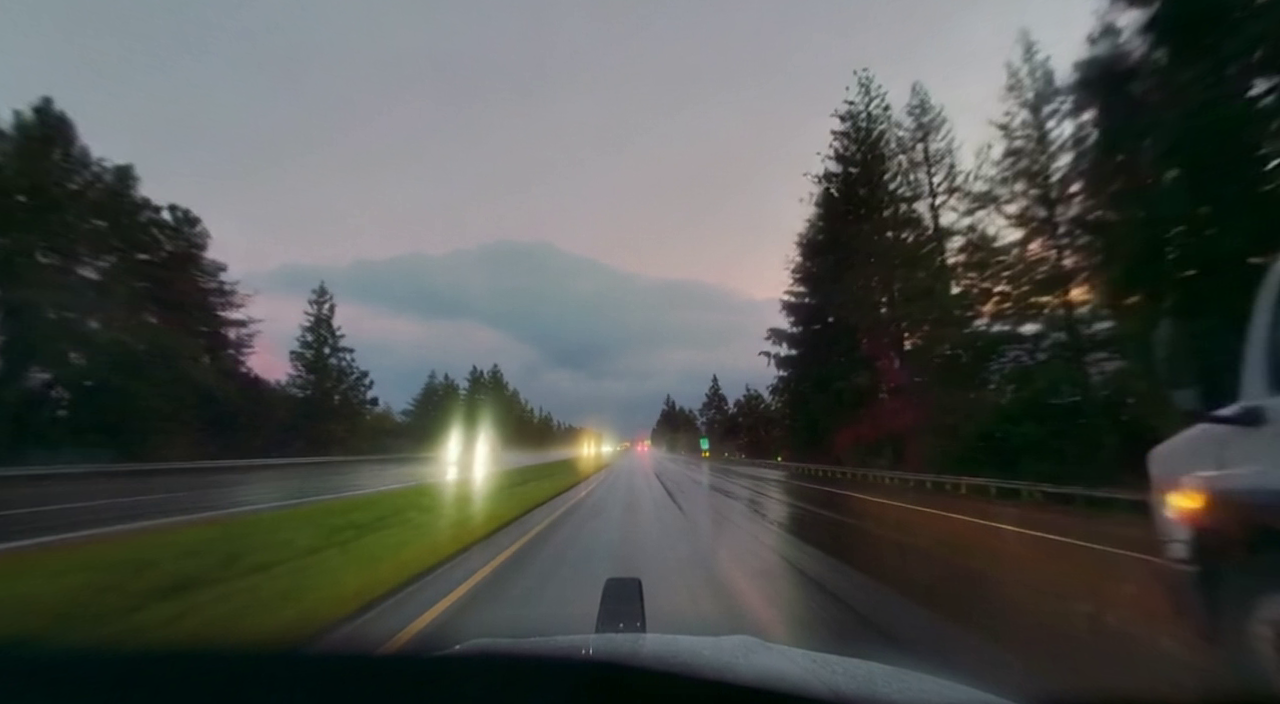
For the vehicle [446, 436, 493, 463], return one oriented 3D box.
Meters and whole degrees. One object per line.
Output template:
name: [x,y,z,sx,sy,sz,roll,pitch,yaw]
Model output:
vehicle: [-12.676,7.291,47.282,2.133,1.882,5.138,0,-9,-1]
